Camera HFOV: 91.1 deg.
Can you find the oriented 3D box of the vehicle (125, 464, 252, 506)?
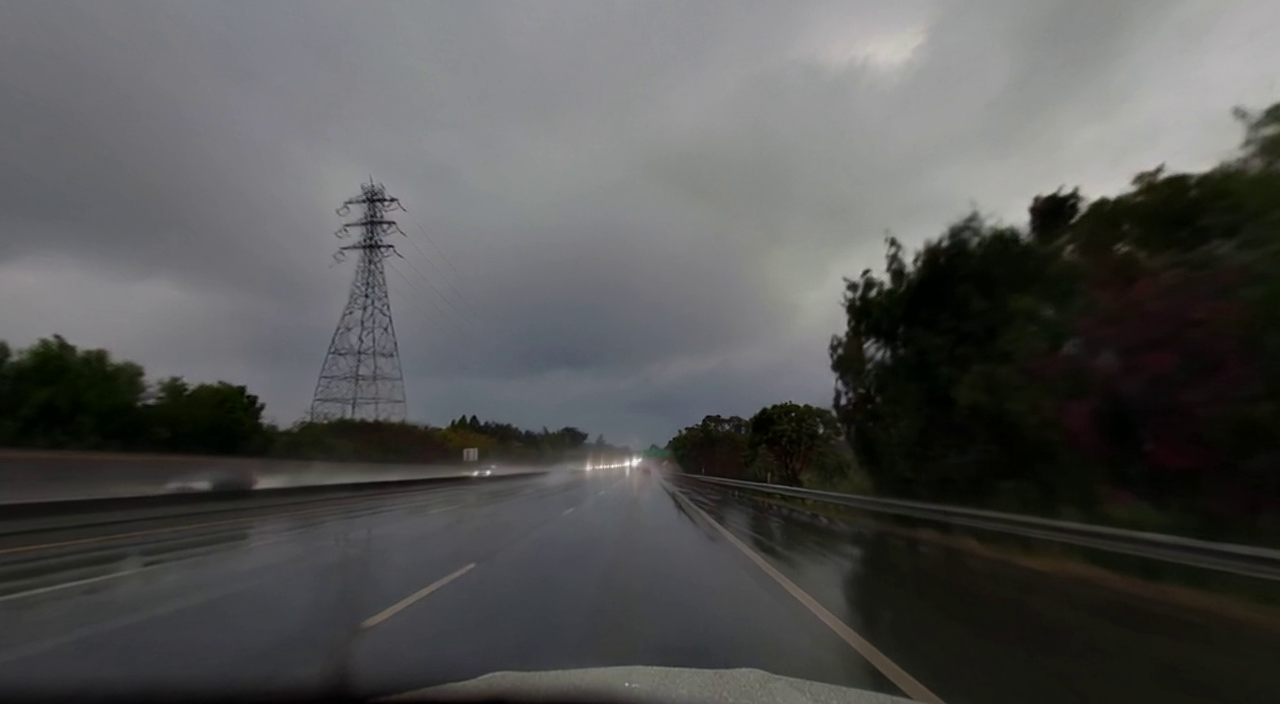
[{"bbox_3d":[-19.245,5.676,27.103,1.947,1.607,4.653,0,-11,1],"label":"vehicle"}]
